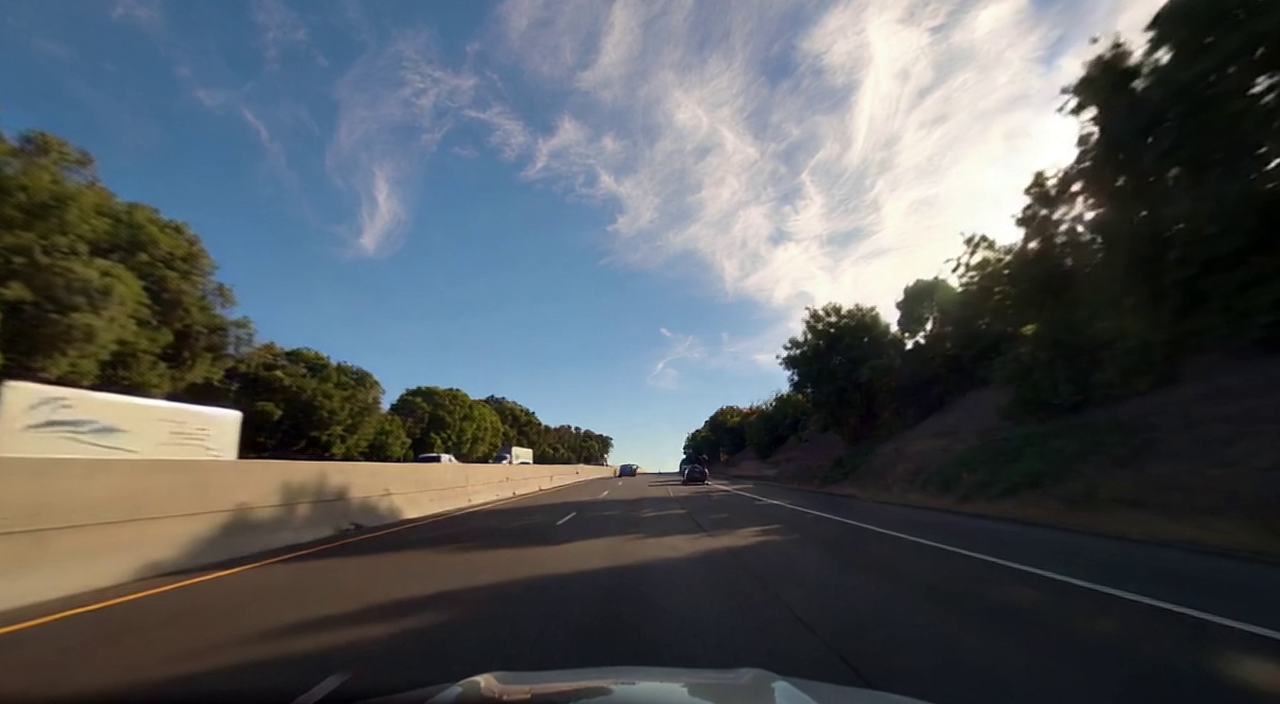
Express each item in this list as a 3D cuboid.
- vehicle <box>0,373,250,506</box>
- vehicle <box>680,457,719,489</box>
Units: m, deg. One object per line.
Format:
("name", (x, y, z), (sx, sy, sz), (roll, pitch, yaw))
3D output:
("vehicle", (-21.560, 3.739, 25.363), (2.926, 4.109, 13.439), (1, -10, 1))
("vehicle", (3.785, 7.855, 40.984), (2.093, 1.933, 4.623), (1, -10, 0))
